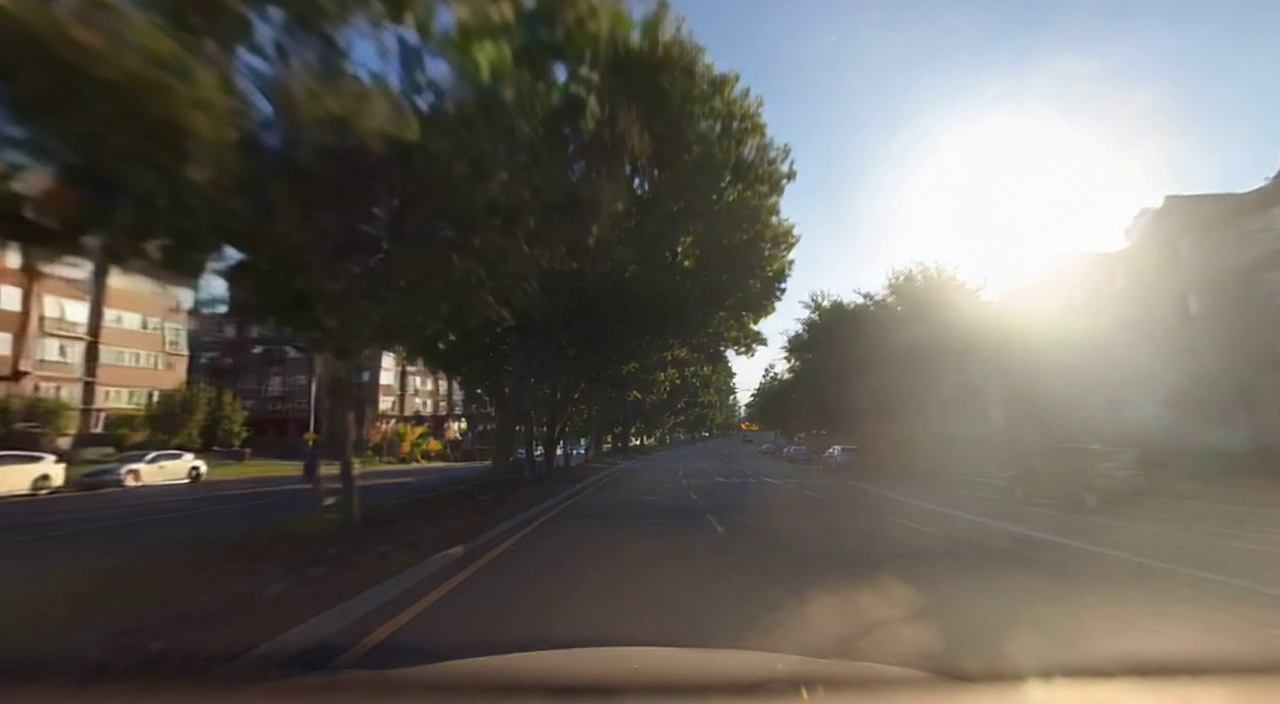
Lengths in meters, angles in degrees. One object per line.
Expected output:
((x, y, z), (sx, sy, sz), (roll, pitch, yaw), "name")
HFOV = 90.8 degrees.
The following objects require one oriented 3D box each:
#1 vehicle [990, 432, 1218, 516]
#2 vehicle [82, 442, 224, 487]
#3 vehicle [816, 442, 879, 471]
((10.350, 2.722, 14.672), (1.992, 1.615, 4.460), (0, -8, 2), "vehicle")
((-18.799, 4.402, 24.716), (2.003, 1.505, 4.332), (-2, -10, 2), "vehicle")
((11.166, 5.650, 34.299), (1.897, 1.455, 4.586), (0, -8, 1), "vehicle")
